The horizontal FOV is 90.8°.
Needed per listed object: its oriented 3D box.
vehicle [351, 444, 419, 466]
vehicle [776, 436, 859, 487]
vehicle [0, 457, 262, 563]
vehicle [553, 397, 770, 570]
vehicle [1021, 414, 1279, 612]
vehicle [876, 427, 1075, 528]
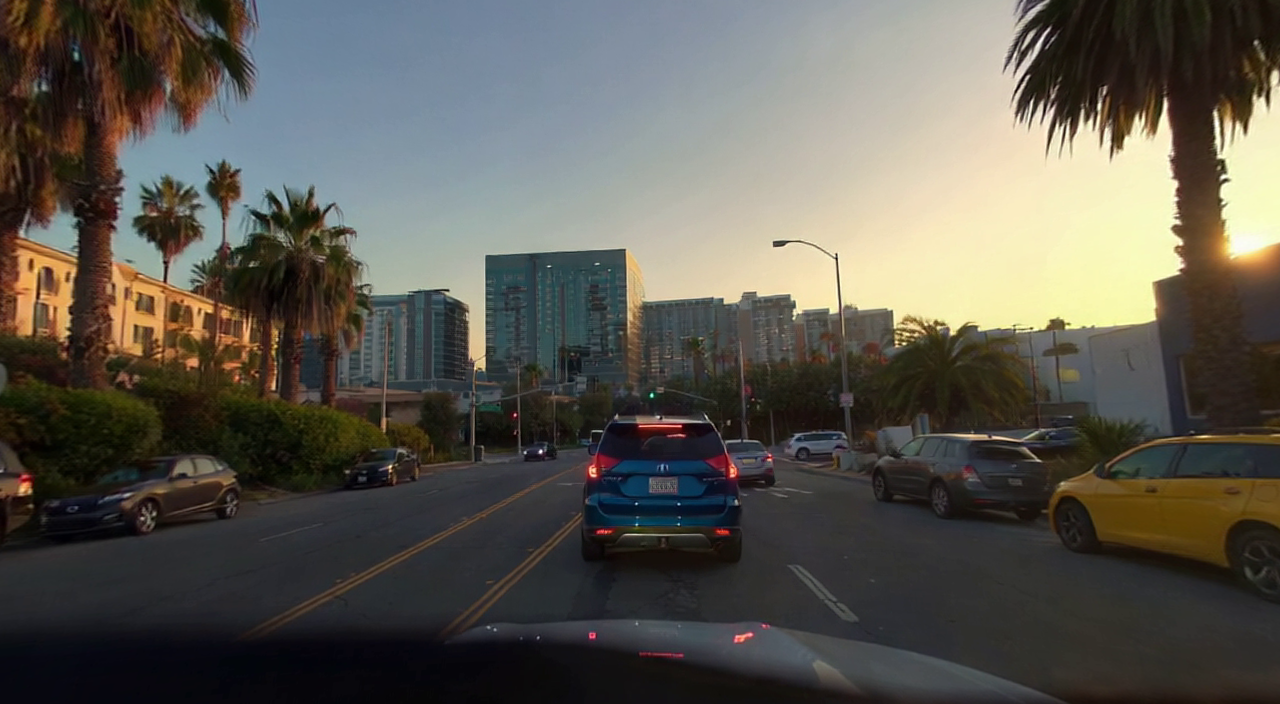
[{"bbox_3d":[-18.760,7.575,46.659,1.759,1.457,4.297,-7,-11,37],"label":"vehicle"},{"bbox_3d":[6.510,4.054,23.677,1.948,1.729,4.023,0,-8,0],"label":"vehicle"},{"bbox_3d":[-9.586,2.807,11.928,2.054,1.467,4.595,-3,-9,1],"label":"vehicle"},{"bbox_3d":[0.260,1.693,8.831,2.264,1.798,4.258,0,-8,1],"label":"vehicle"},{"bbox_3d":[6.438,1.598,6.923,1.935,1.672,4.139,0,-8,1],"label":"vehicle"},{"bbox_3d":[6.666,2.521,13.240,1.930,1.736,4.329,-1,-8,3],"label":"vehicle"}]
